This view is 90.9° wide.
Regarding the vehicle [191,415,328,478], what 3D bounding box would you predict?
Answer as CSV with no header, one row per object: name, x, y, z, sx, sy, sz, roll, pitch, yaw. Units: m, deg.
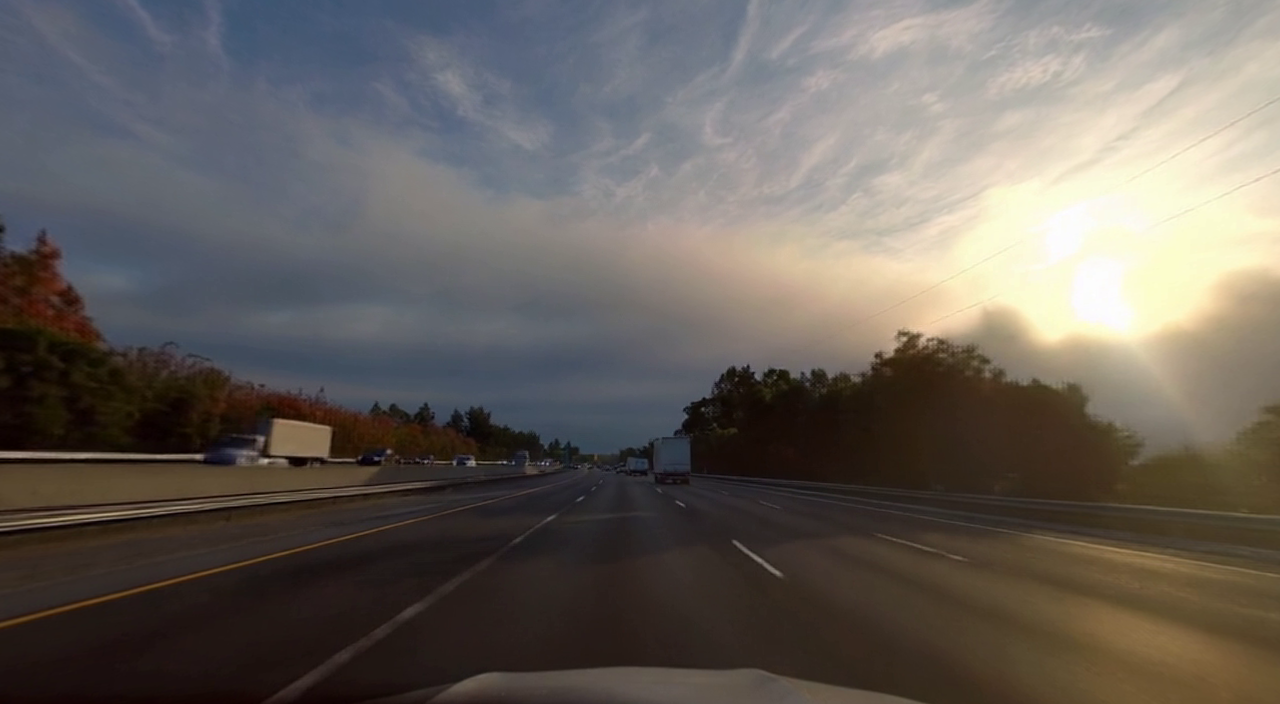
vehicle,-16.097,4.167,27.186,2.228,2.396,5.865,1,-11,-1

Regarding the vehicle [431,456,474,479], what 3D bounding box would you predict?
vehicle,-12.591,7.816,42.561,1.797,1.397,3.811,1,-11,-1
